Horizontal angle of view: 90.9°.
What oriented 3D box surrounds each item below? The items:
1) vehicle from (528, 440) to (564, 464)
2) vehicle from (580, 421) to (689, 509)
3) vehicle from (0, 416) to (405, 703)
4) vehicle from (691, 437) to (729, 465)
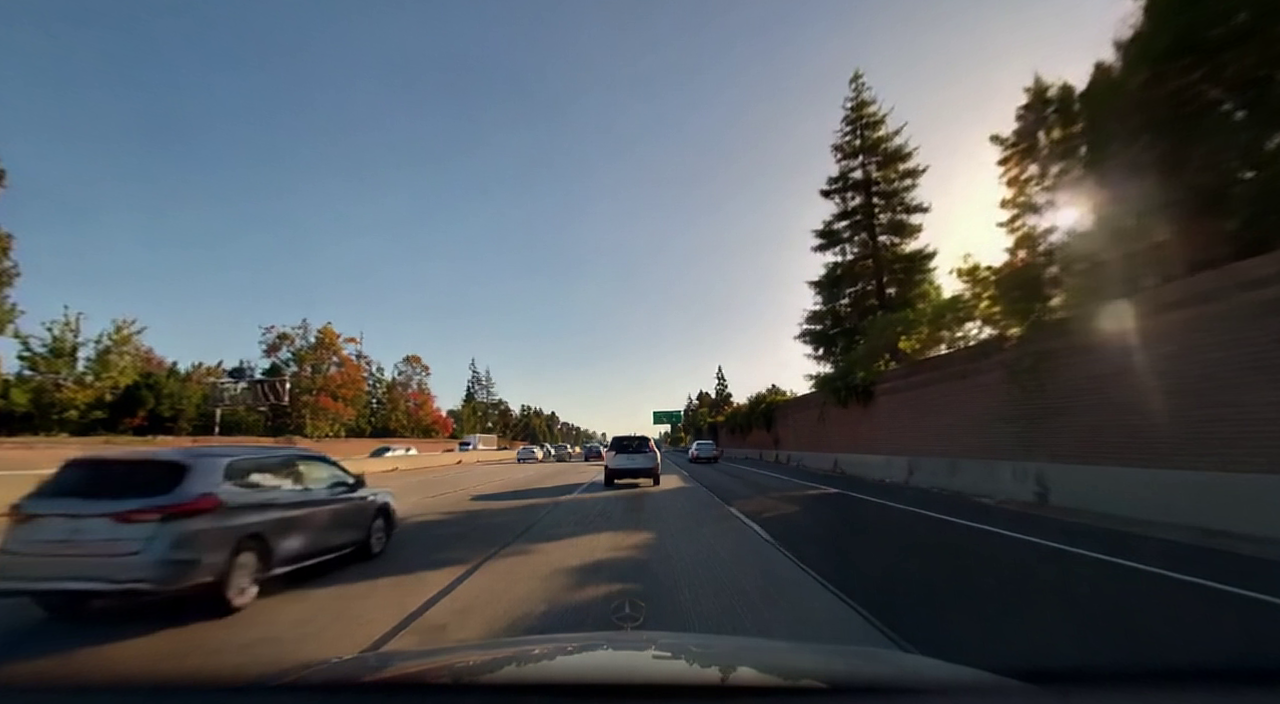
[{"bbox_3d":[-7.046,7.557,47.628,2.024,1.706,4.249,0,-9,1],"label":"vehicle"},{"bbox_3d":[-0.103,2.667,15.246,2.233,1.804,4.273,0,-9,0],"label":"vehicle"},{"bbox_3d":[-3.755,1.359,5.210,1.967,1.442,4.143,0,-9,1],"label":"vehicle"},{"bbox_3d":[4.784,6.845,43.791,2.017,1.847,4.299,0,-9,-1],"label":"vehicle"}]
